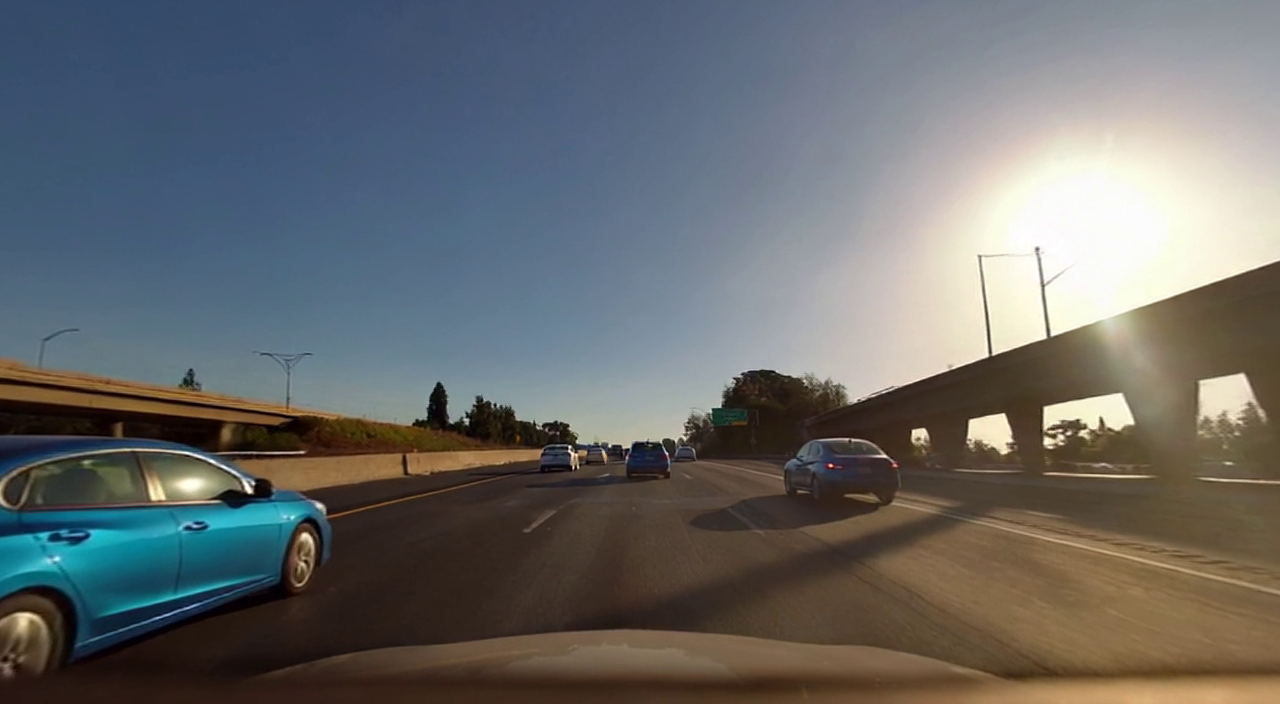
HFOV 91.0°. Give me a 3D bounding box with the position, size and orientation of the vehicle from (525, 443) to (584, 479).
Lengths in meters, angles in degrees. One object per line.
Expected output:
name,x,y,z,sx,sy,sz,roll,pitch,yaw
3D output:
vehicle,-3.807,4.930,28.755,2.031,1.491,4.145,0,-9,1

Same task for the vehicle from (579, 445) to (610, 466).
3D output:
vehicle,-3.403,7.897,48.089,1.969,1.480,4.077,0,-9,1

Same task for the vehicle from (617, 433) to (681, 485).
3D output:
vehicle,0.320,3.988,23.660,2.202,1.748,4.158,0,-8,0

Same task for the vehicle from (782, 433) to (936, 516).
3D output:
vehicle,4.957,2.822,15.036,2.055,1.656,4.370,0,-9,-1

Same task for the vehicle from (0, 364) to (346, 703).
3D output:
vehicle,-3.913,1.013,3.712,2.160,1.639,4.431,0,-9,1
